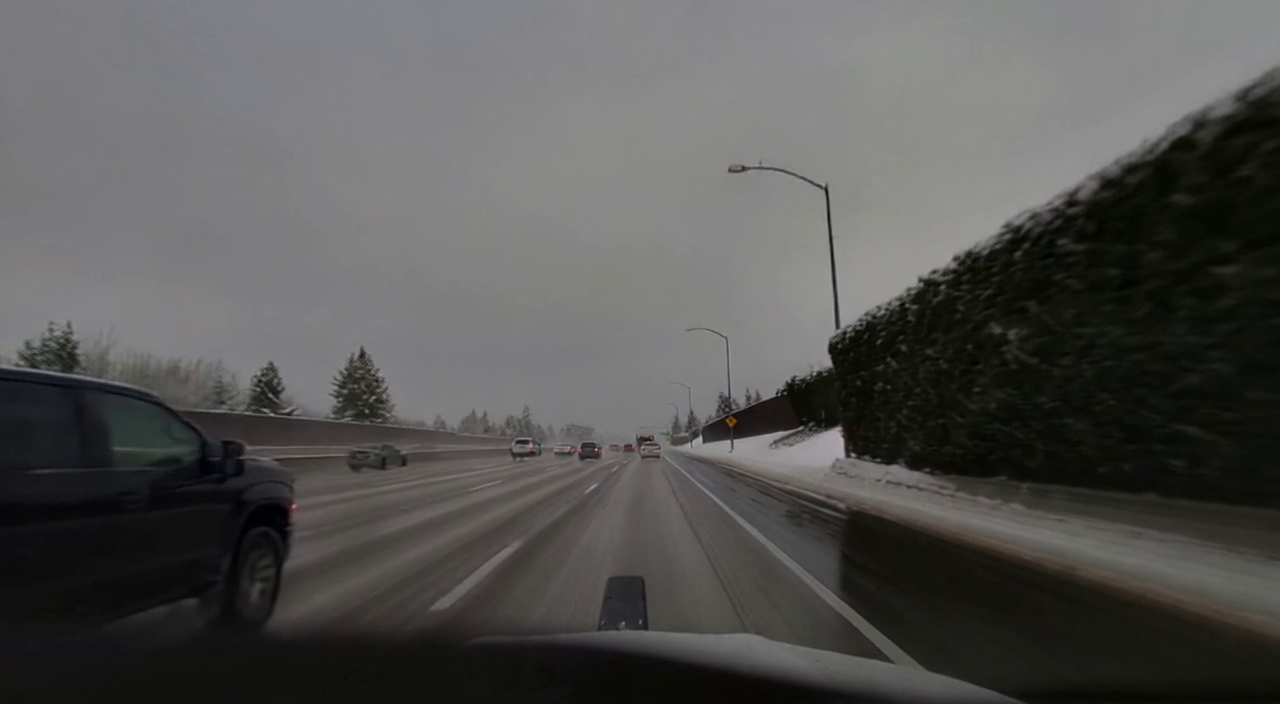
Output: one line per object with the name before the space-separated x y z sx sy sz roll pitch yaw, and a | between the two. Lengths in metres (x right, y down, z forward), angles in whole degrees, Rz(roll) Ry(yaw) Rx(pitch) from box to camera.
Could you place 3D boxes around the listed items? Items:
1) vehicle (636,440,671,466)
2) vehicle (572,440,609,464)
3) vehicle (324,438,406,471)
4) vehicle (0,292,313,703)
vehicle | 0.804 6.213 39.111 2.073 1.480 4.343 0 -8 0
vehicle | -3.143 6.448 40.889 2.056 1.480 4.022 0 -8 1
vehicle | -13.564 5.065 31.443 1.952 1.469 4.639 0 -8 1
vehicle | -3.232 0.634 1.633 2.124 1.787 4.830 0 -8 1
